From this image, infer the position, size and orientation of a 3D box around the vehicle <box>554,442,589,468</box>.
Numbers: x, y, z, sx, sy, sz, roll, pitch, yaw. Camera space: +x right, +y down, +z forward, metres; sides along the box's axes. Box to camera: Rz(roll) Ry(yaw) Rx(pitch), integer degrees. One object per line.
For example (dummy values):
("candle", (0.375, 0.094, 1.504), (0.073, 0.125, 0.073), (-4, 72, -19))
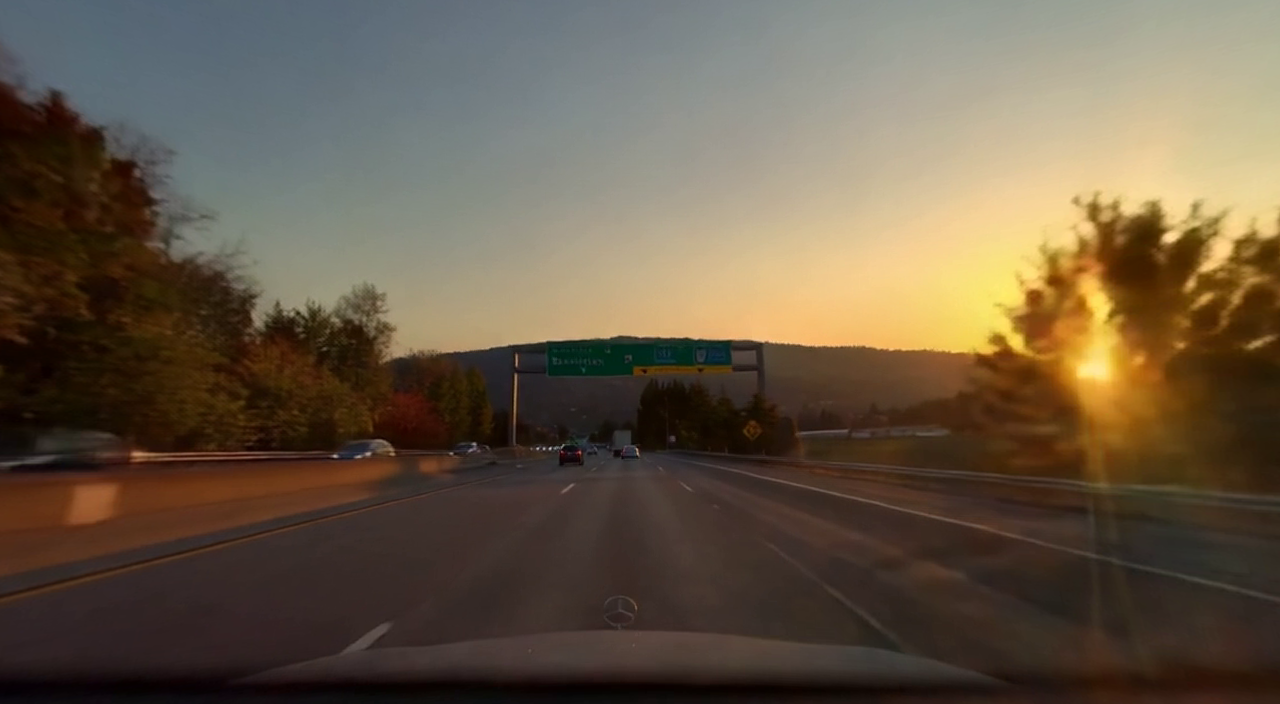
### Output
("vehicle", (-4.736, 7.217, 43.967), (2.098, 1.692, 4.038), (0, -9, -2))

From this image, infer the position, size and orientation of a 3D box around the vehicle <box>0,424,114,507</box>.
("vehicle", (-12.940, 2.174, 12.039), (2.169, 1.511, 4.002), (0, -9, -1))

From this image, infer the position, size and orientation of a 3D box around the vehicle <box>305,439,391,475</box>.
("vehicle", (-13.294, 4.807, 28.853), (1.888, 1.491, 4.426), (0, -9, -1))

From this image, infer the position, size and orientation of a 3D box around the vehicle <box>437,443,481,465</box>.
("vehicle", (-13.446, 7.608, 46.788), (1.935, 1.542, 4.672), (0, -9, -1))
